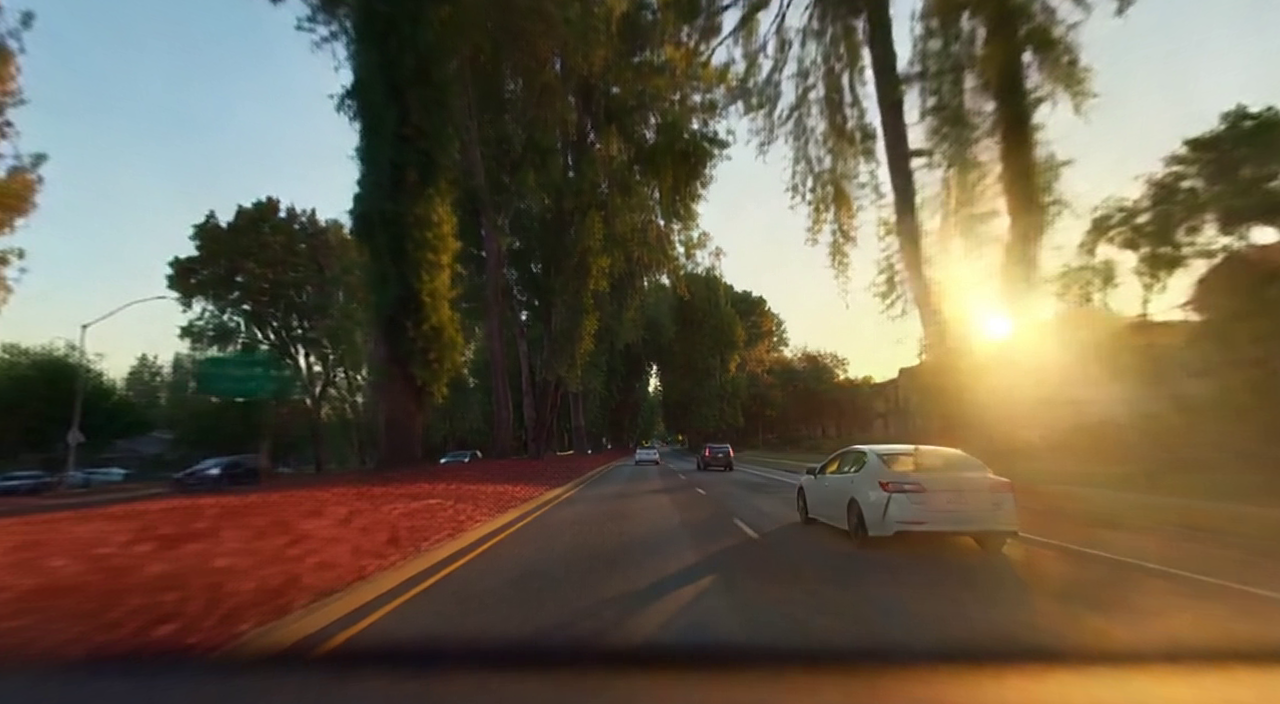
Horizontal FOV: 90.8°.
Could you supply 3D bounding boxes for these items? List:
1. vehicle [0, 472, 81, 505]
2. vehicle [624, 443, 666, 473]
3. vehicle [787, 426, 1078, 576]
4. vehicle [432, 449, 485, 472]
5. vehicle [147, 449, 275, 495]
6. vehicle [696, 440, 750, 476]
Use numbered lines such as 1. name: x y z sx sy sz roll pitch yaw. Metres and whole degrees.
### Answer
1. vehicle: -31.133 6.878 31.687 4.279 1.438 2.037 -3 -9 2
2. vehicle: 0.252 5.610 33.535 2.082 1.473 4.028 0 -9 1
3. vehicle: 3.495 1.850 8.637 1.985 1.529 4.147 0 -9 0
4. vehicle: -12.122 7.250 42.502 2.063 1.485 4.756 0 -9 1
5. vehicle: -18.681 5.208 27.860 2.085 1.794 4.776 0 -9 3
6. vehicle: 4.033 5.206 31.309 2.074 1.652 4.340 0 -9 0
